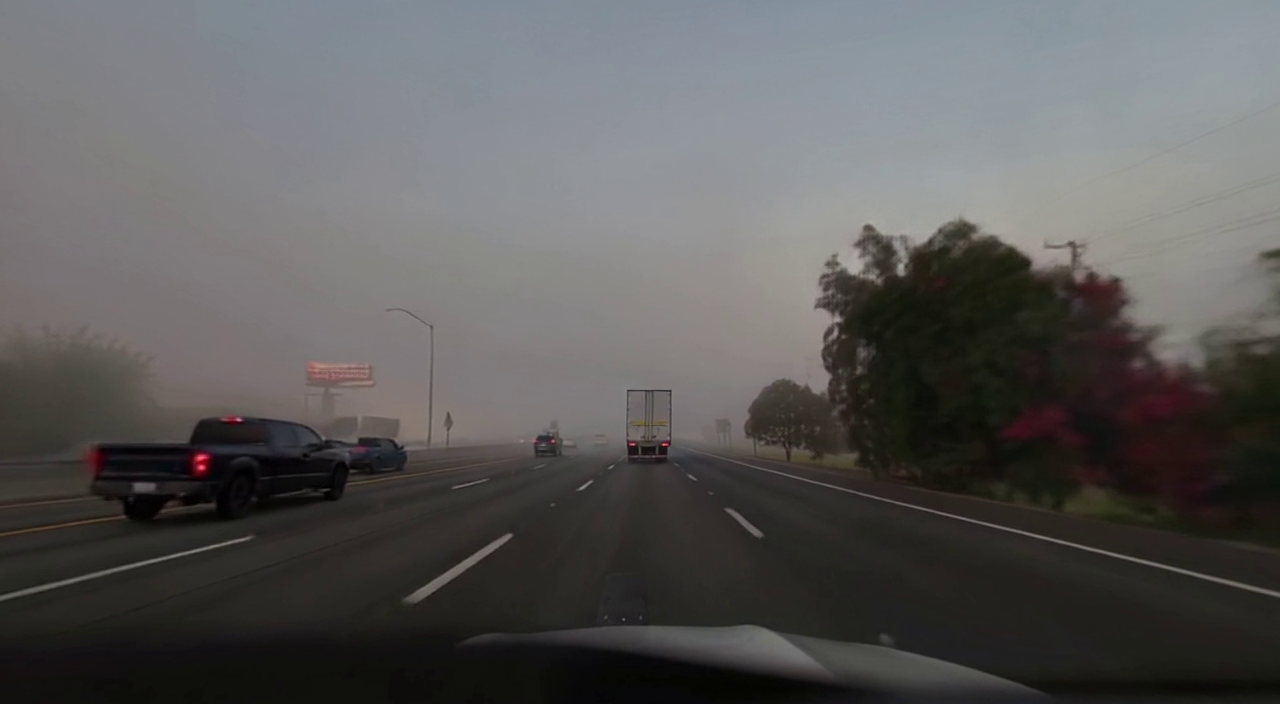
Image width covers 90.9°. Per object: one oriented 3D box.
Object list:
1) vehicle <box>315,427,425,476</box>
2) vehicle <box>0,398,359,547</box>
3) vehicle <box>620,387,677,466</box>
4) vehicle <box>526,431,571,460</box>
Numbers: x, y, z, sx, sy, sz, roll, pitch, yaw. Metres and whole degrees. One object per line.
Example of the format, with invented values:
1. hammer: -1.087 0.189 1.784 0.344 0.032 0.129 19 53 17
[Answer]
1. vehicle: -10.776 4.025 25.719 2.010 1.766 5.365 0 -8 1
2. vehicle: -7.059 1.889 10.601 2.197 1.847 5.364 0 -8 0
3. vehicle: 0.649 4.607 37.979 2.879 4.027 11.243 0 -8 2
4. vehicle: -6.466 6.685 45.301 2.263 1.936 5.802 0 -8 1
